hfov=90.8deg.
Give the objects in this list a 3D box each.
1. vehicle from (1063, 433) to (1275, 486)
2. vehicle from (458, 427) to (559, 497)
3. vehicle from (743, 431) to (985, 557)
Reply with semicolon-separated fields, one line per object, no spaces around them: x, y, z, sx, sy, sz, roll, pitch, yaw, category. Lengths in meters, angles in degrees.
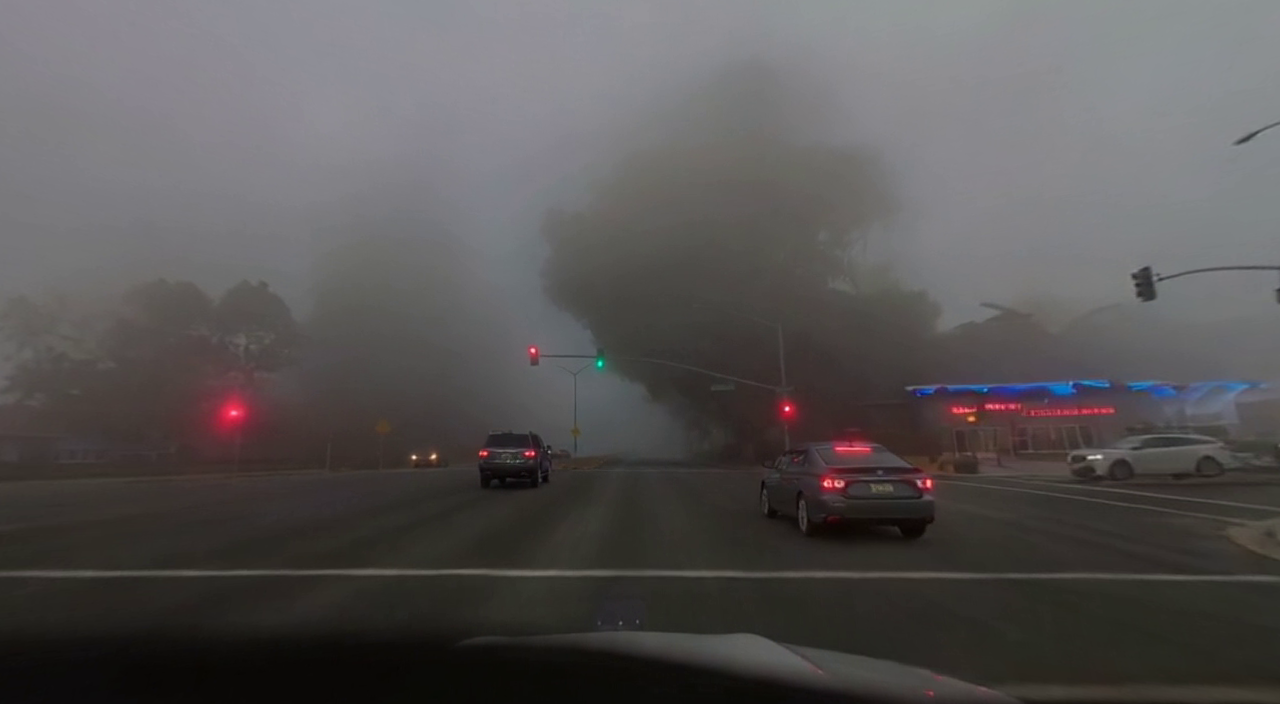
20.029;4.095;24.173;5.886;1.798;2.407;-1;-9;0;vehicle
-3.734;3.228;18.841;1.997;1.806;4.500;0;-9;0;vehicle
3.115;2.085;10.115;1.975;1.502;4.787;0;-9;-2;vehicle
